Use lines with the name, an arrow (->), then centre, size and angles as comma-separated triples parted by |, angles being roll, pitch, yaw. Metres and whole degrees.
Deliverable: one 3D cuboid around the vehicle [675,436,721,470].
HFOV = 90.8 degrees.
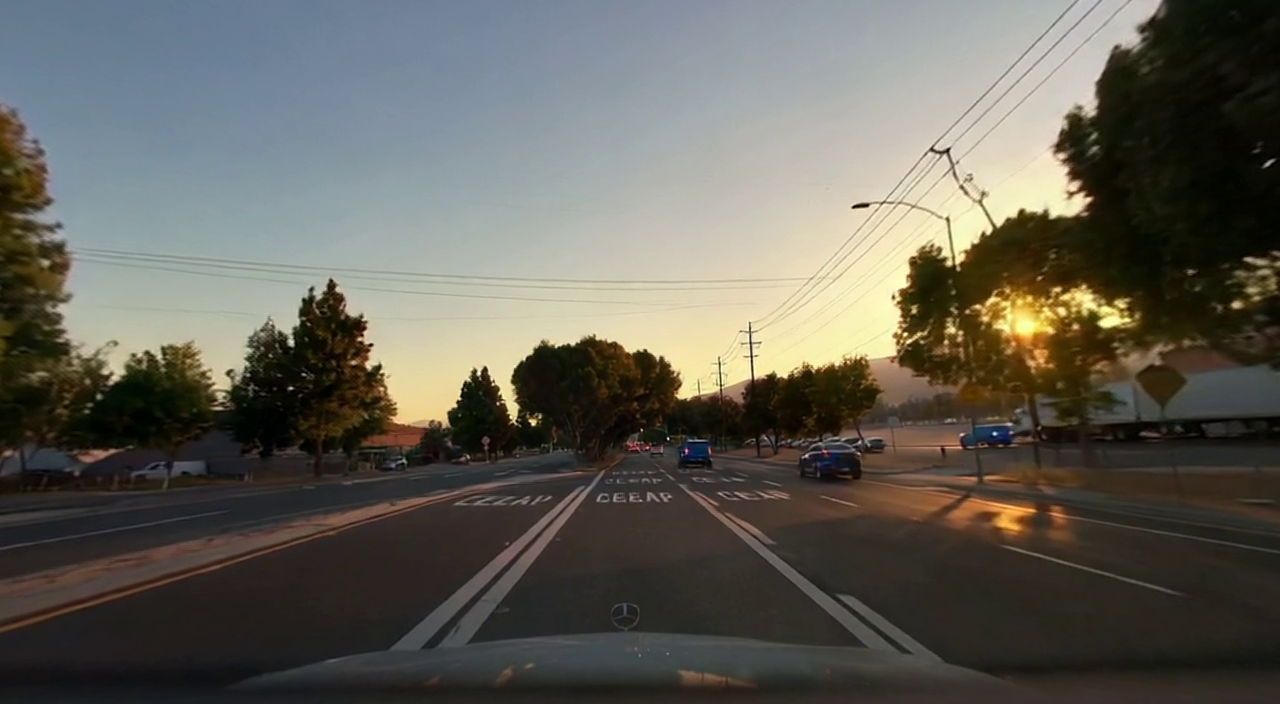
vehicle -> 3.257, 5.762, 36.332 | 2.086, 1.803, 4.607 | 0, -8, -2
